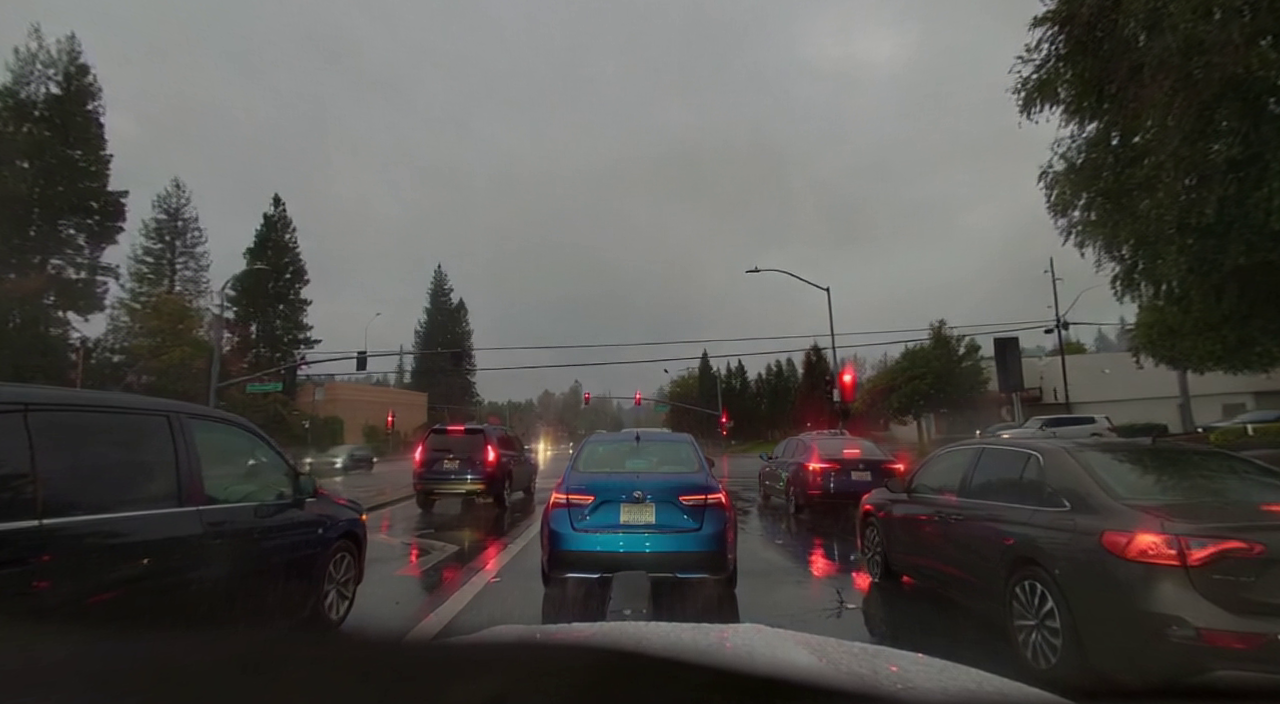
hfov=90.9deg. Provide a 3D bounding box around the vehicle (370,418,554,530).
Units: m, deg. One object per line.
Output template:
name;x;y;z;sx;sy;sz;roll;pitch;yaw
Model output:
vehicle;-3.176;2.297;12.449;2.117;1.772;4.619;0;-8;2

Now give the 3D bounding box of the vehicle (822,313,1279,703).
vehicle;3.224;1.100;4.733;2.141;1.833;4.704;0;-8;-2

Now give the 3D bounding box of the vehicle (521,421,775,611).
vehicle;0.029;1.598;7.062;2.021;1.490;3.948;0;-8;-1

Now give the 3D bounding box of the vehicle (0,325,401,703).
vehicle;-3.116;0.955;3.297;1.982;1.721;4.261;0;-8;1
